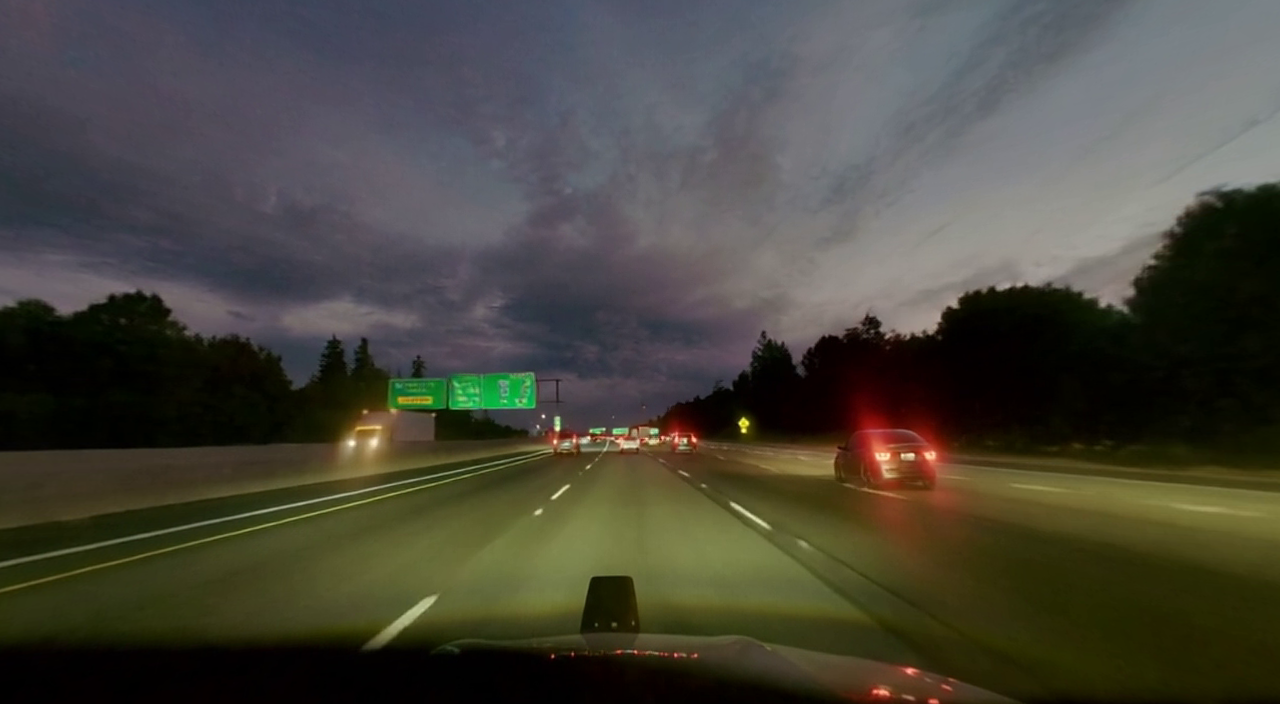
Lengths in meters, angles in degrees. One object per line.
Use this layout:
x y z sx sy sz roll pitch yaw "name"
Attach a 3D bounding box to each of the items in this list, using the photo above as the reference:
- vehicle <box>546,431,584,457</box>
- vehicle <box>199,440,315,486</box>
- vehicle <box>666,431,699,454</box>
-4.939 6.123 41.901 2.119 1.629 3.946 0 -8 -1 "vehicle"
-14.016 4.042 23.311 1.782 1.513 4.033 0 -8 -1 "vehicle"
3.191 6.864 47.944 2.066 1.673 4.225 0 -8 -2 "vehicle"
